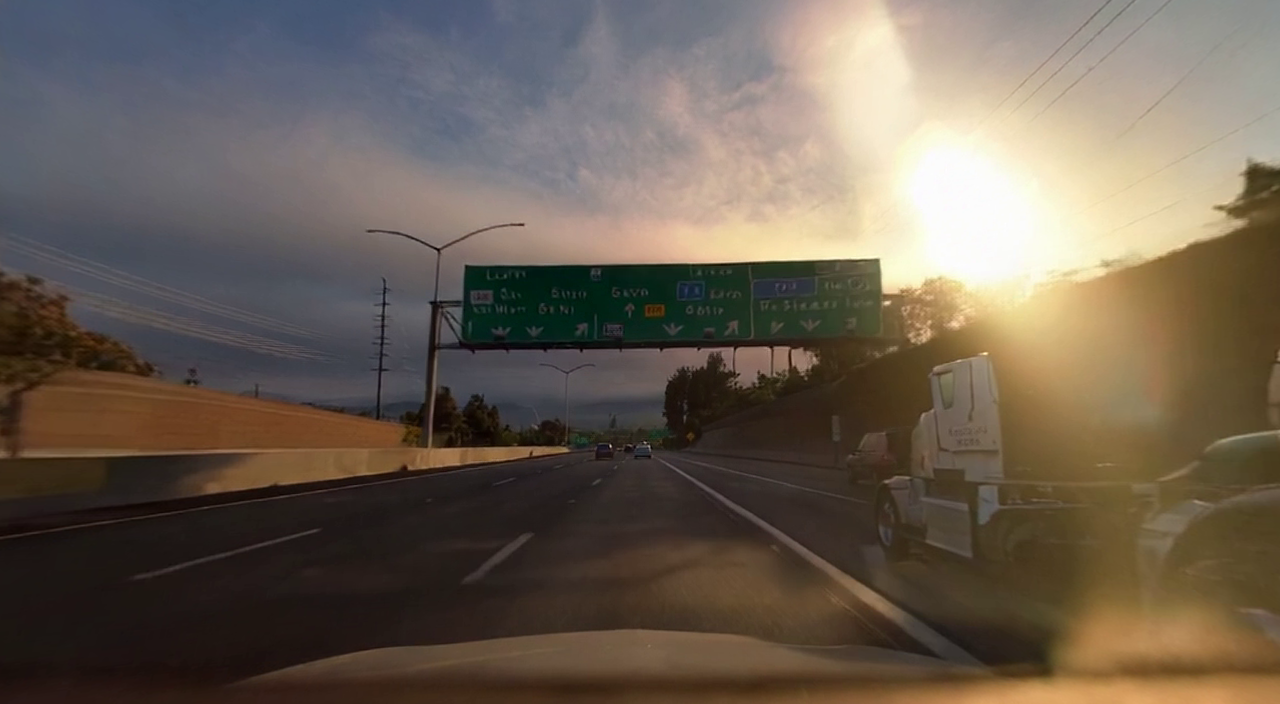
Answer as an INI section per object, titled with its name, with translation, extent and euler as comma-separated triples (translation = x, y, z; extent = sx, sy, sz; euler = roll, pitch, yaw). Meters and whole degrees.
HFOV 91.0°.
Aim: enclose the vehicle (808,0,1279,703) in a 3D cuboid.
[vehicle]
translation = 4.052, 0.293, 6.246
extent = 3.042, 4.037, 7.253
euler = 0, -9, 3
